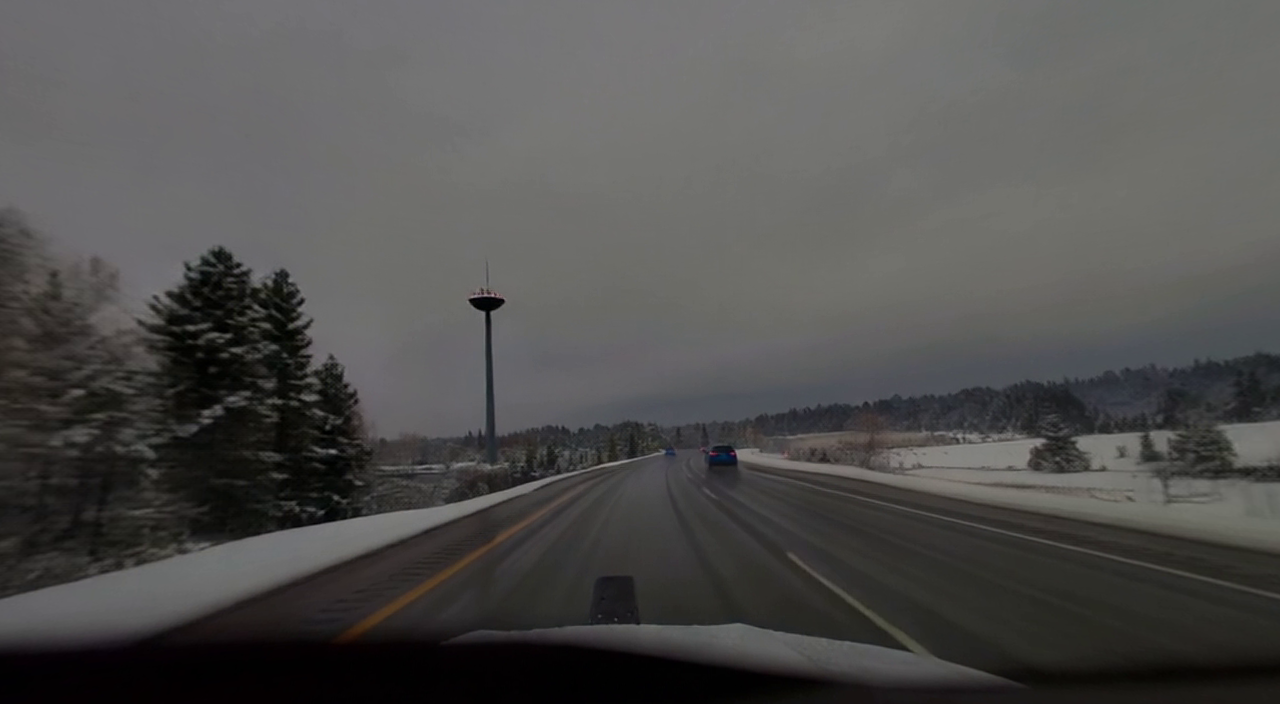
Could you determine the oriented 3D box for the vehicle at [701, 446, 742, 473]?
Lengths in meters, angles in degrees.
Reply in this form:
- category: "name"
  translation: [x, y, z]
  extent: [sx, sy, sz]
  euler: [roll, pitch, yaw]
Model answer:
- category: "vehicle"
  translation: [4.875, 6.478, 38.146]
  extent: [2.030, 1.526, 4.165]
  euler: [0, -9, 2]
